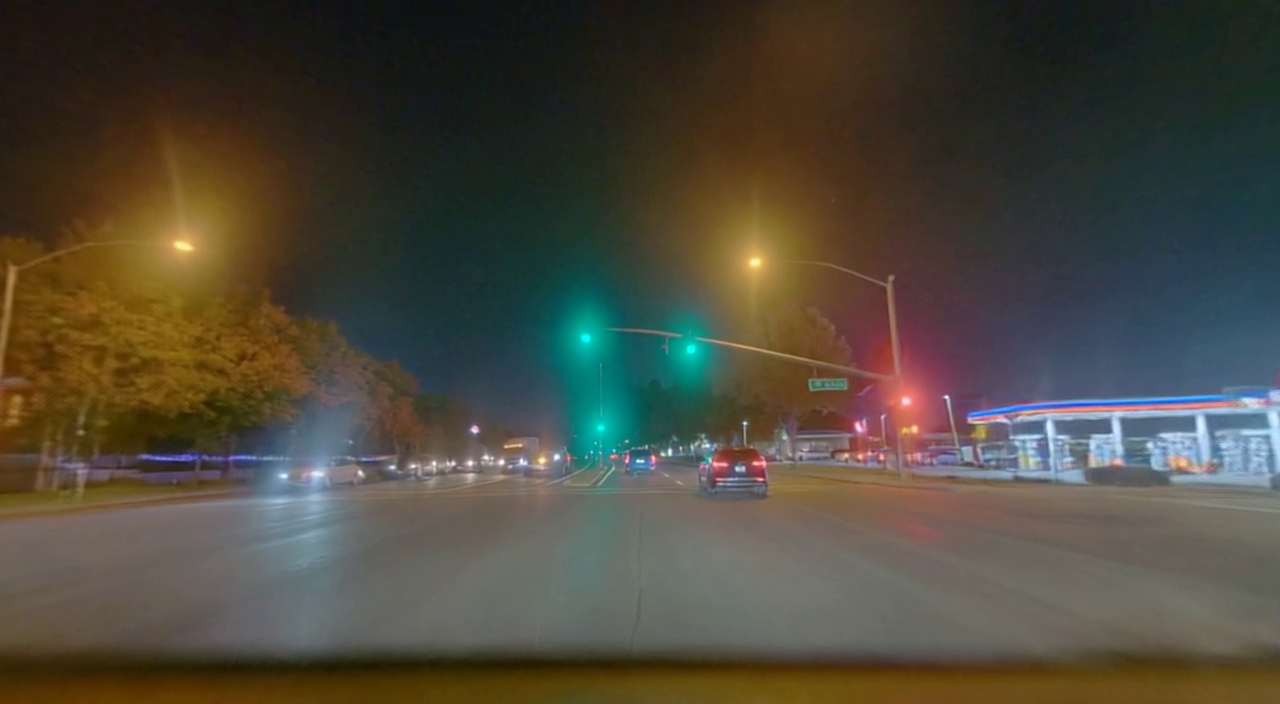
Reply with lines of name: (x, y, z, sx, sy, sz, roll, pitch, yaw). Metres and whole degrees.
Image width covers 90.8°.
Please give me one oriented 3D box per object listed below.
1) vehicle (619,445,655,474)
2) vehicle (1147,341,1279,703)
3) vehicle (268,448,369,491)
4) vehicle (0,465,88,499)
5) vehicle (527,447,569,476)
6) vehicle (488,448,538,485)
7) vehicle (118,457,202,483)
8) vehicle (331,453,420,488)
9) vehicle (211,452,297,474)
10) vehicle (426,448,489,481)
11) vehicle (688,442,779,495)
vehicle: (-0.238, 6.424, 37.944, 2.029, 1.605, 3.827, 0, -9, -2)
vehicle: (3.458, 0.491, 0.375, 2.117, 1.689, 5.113, 0, -9, 1)
vehicle: (-15.927, 5.794, 31.736, 2.191, 1.926, 5.787, 0, -9, -2)
vehicle: (-28.788, 5.995, 29.316, 4.323, 1.445, 2.002, 1, -9, -2)
vehicle: (-5.429, 6.497, 37.770, 1.953, 1.526, 4.349, 0, -8, -2)
vehicle: (-5.691, 5.141, 28.770, 1.972, 1.466, 4.493, 2, -8, -8)
vehicle: (-28.622, 7.017, 37.737, 3.640, 1.462, 1.660, -1, -9, 1)
vehicle: (-12.691, 5.704, 30.767, 2.186, 1.532, 5.087, 0, -9, -1)
vehicle: (-29.706, 8.555, 48.678, 5.442, 1.645, 1.919, -1, -9, 4)
vehicle: (-9.274, 5.764, 32.535, 2.165, 1.557, 4.515, 0, -9, -4)
vehicle: (2.860, 3.695, 20.427, 2.061, 1.487, 4.462, 0, -9, -2)
